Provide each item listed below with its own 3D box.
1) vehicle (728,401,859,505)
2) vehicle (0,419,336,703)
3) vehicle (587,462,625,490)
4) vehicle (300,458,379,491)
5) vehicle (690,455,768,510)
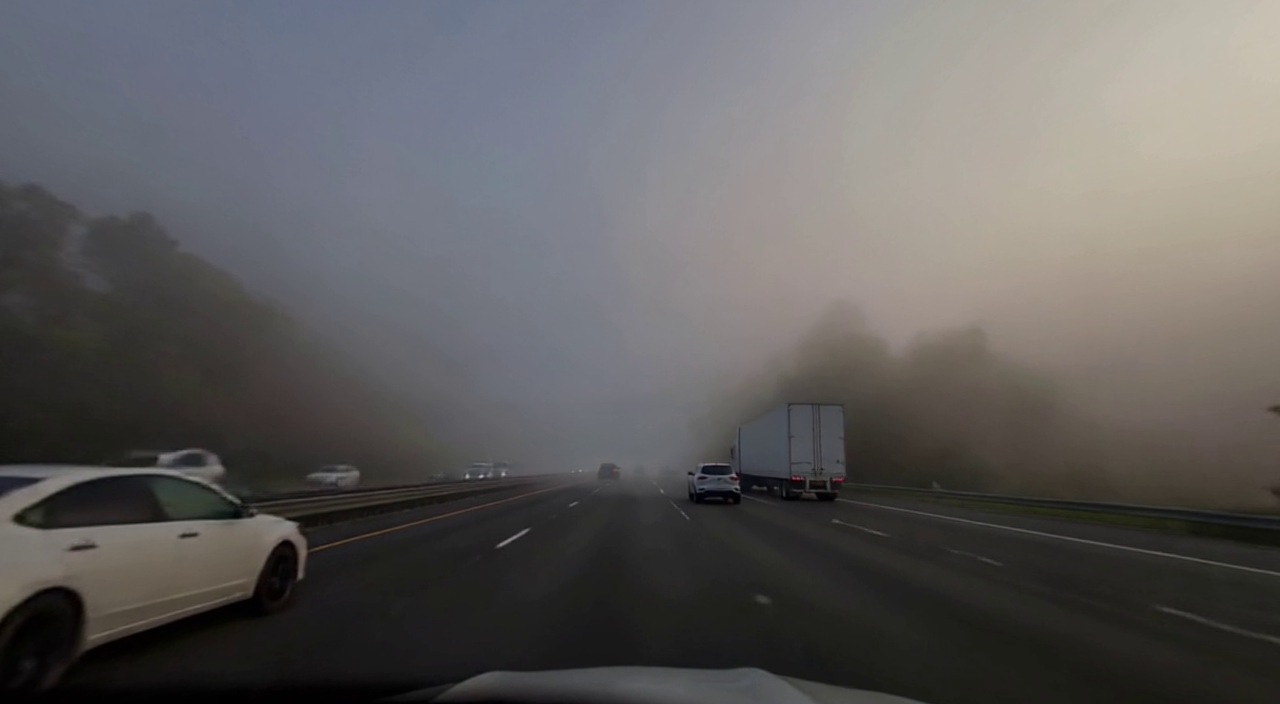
[{"bbox_3d":[7.404,5.554,34.017,2.883,4.151,17.144,1,-10,0],"label":"vehicle"},{"bbox_3d":[-3.817,1.131,3.288,2.065,1.485,4.682,1,-10,0],"label":"vehicle"},{"bbox_3d":[-1.981,7.482,38.094,2.025,1.547,4.150,1,-10,1],"label":"vehicle"},{"bbox_3d":[-15.234,6.252,32.113,1.941,1.514,4.221,1,-10,0],"label":"vehicle"},{"bbox_3d":[3.077,4.643,22.654,2.050,1.708,4.457,1,-10,-1],"label":"vehicle"}]
